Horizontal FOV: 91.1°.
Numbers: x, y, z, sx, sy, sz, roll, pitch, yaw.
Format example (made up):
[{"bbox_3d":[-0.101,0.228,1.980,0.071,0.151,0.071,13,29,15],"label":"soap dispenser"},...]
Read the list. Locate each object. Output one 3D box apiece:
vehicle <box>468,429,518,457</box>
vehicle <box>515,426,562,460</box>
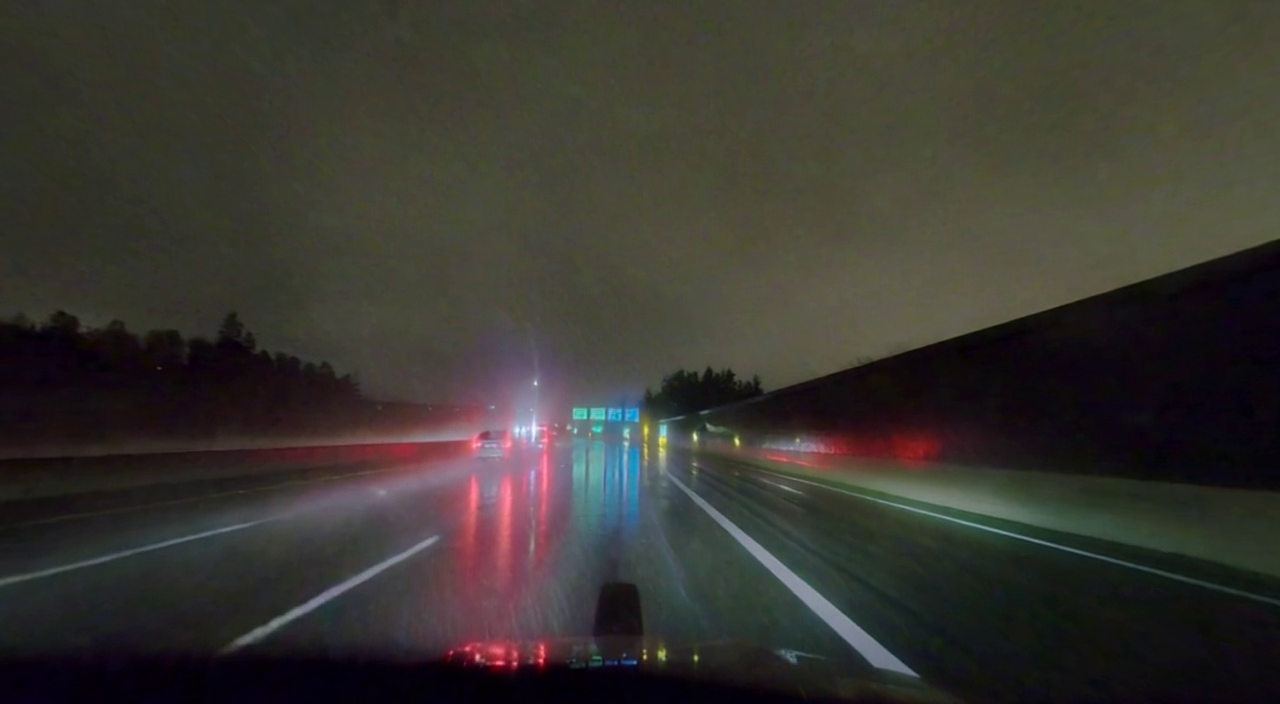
[{"bbox_3d":[-9.331,5.807,40.181,2.148,1.635,4.670,1,-8,-1],"label":"vehicle"},{"bbox_3d":[-5.547,4.999,34.770,2.007,1.727,4.040,0,-8,-1],"label":"vehicle"}]
